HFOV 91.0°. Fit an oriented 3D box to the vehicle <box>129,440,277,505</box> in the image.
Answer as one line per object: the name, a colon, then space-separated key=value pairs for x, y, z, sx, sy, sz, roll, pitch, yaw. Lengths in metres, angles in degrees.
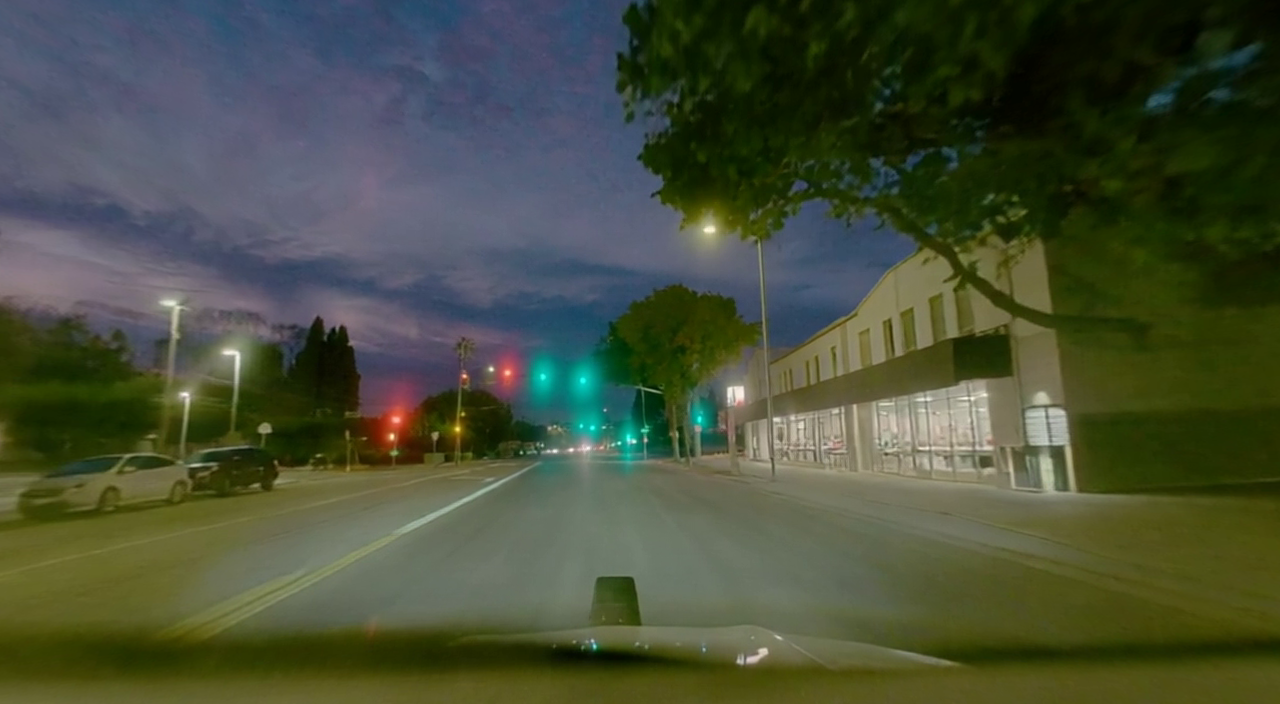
vehicle: x=-14.047 y=3.888 z=20.627 sx=1.944 sy=1.742 sz=4.507 roll=-3 pitch=-9 yaw=-5

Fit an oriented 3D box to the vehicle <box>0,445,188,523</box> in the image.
vehicle: x=-13.736 y=3.216 z=15.971 sx=1.923 sy=1.706 sz=3.802 roll=1 pitch=-8 yaw=-6
